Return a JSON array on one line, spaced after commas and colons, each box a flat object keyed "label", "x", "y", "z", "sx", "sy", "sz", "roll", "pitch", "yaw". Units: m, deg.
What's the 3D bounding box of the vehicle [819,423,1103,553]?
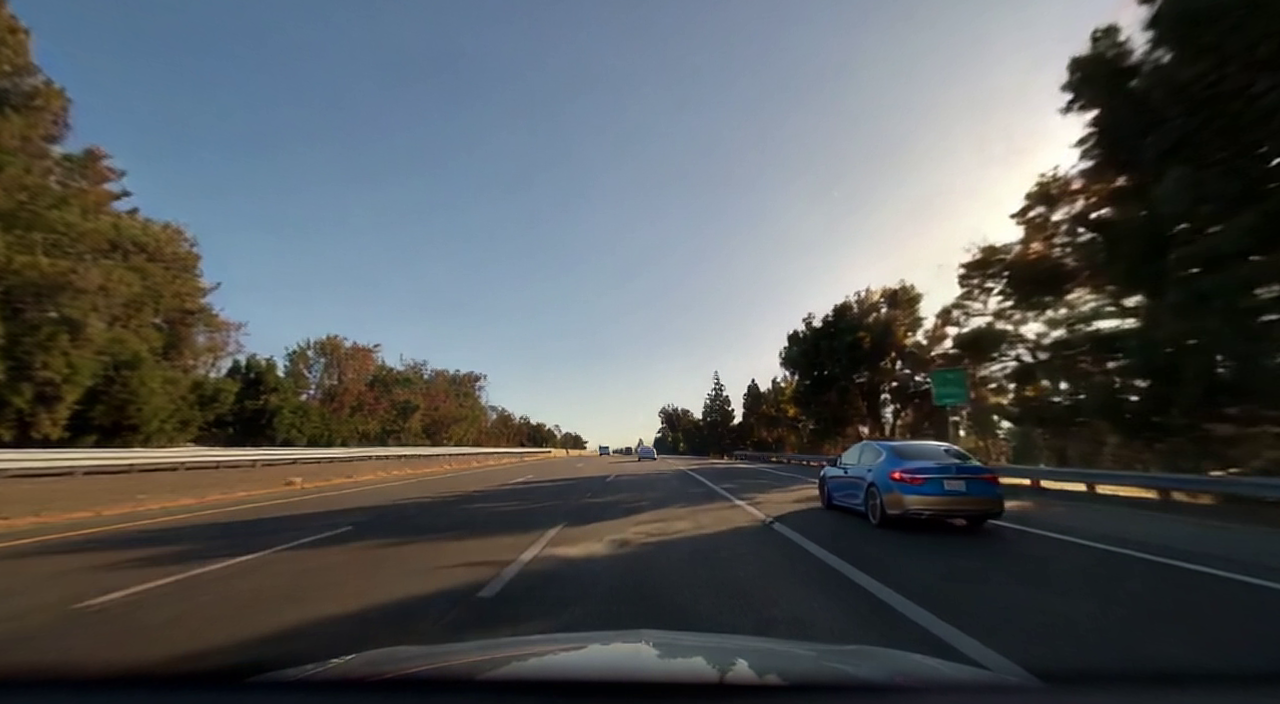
[{"label": "vehicle", "x": 4.529, "y": 1.979, "z": 9.910, "sx": 2.008, "sy": 1.524, "sz": 4.598, "roll": -1, "pitch": -8, "yaw": -1}]

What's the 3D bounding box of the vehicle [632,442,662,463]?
[{"label": "vehicle", "x": 0.463, "y": 7.279, "z": 45.541, "sx": 2.052, "sy": 1.449, "sz": 3.857, "roll": -1, "pitch": -8, "yaw": 0}]
